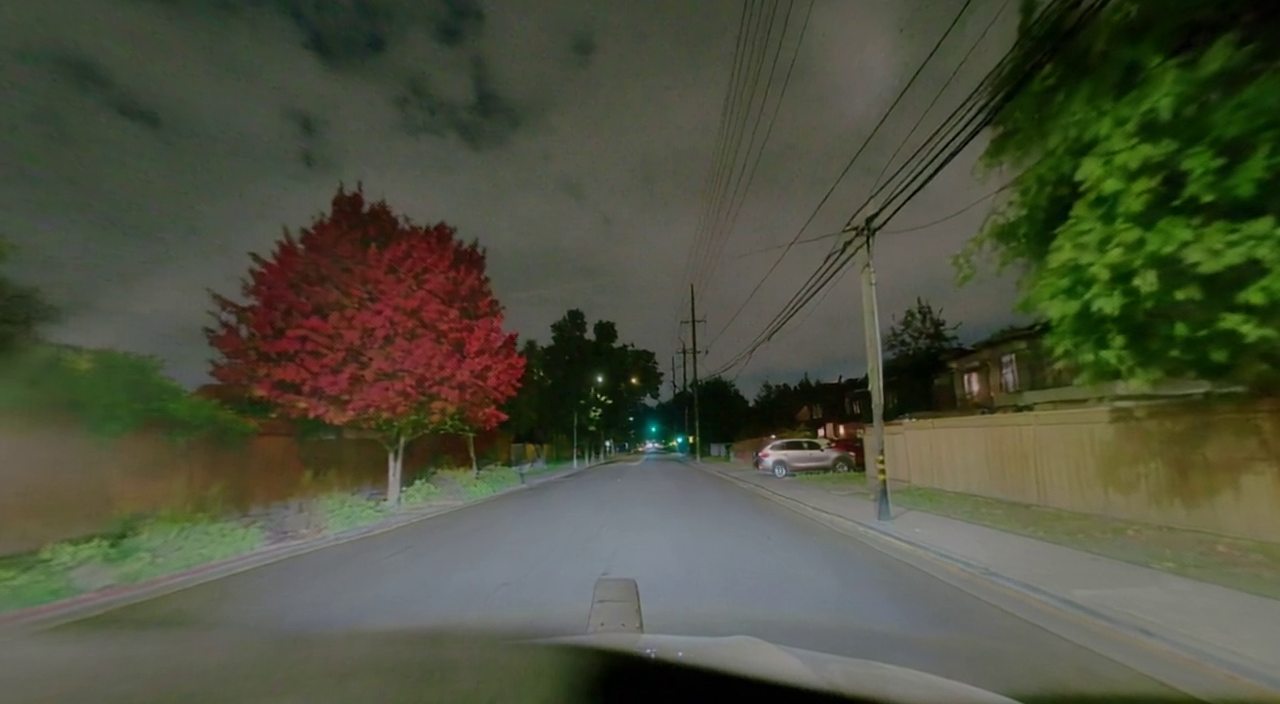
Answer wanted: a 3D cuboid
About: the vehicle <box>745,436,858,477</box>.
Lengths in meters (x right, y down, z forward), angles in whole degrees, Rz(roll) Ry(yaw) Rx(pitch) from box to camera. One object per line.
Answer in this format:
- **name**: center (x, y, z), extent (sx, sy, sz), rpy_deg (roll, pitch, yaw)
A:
- **vehicle**: center (7.570, 4.950, 30.045), extent (4.806, 1.851, 2.050), rpy_deg (-1, -9, 3)
